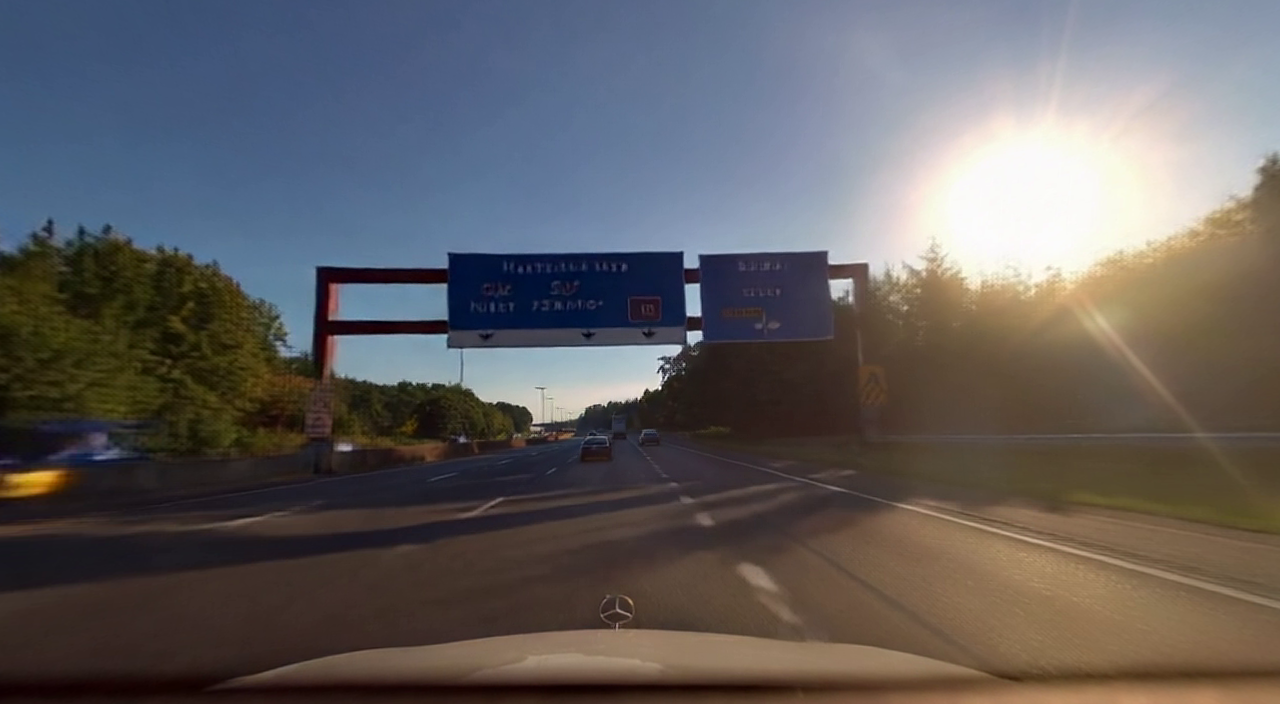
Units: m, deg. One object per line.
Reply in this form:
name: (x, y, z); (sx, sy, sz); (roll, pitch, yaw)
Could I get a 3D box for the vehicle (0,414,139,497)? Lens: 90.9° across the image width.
vehicle: (-24.290, 4.058, 25.207); (2.494, 2.936, 7.295); (0, -8, -1)

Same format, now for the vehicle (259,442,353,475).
vehicle: (-16.970, 5.427, 32.402); (2.226, 1.464, 5.149); (0, -7, -3)

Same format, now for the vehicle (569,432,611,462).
vehicle: (-2.550, 4.982, 33.205); (2.000, 1.491, 3.913); (0, -8, -1)
